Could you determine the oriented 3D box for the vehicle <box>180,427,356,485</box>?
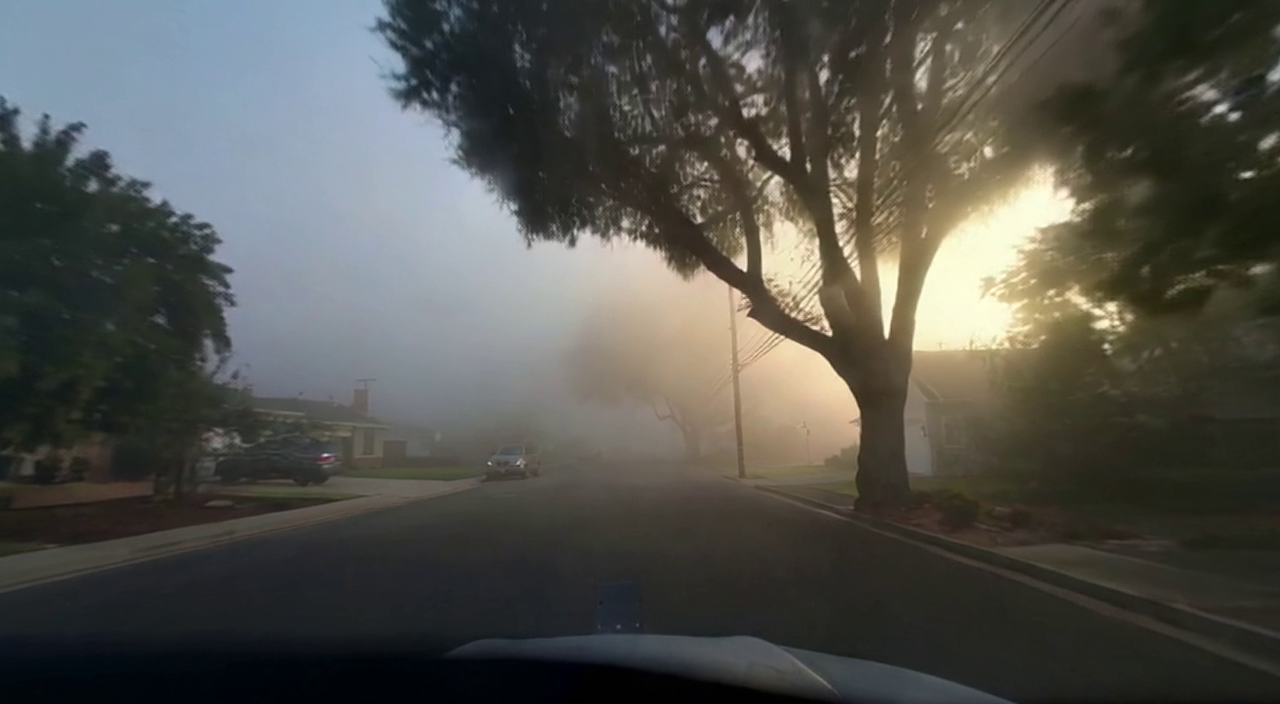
[{"bbox_3d":[-13.505,3.801,23.200,5.033,1.997,2.126,0,-9,-1],"label":"vehicle"}]

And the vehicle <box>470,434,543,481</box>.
[{"bbox_3d":[-6.832,5.560,33.252,2.739,2.164,6.065,-1,-10,-2],"label":"vehicle"}]
